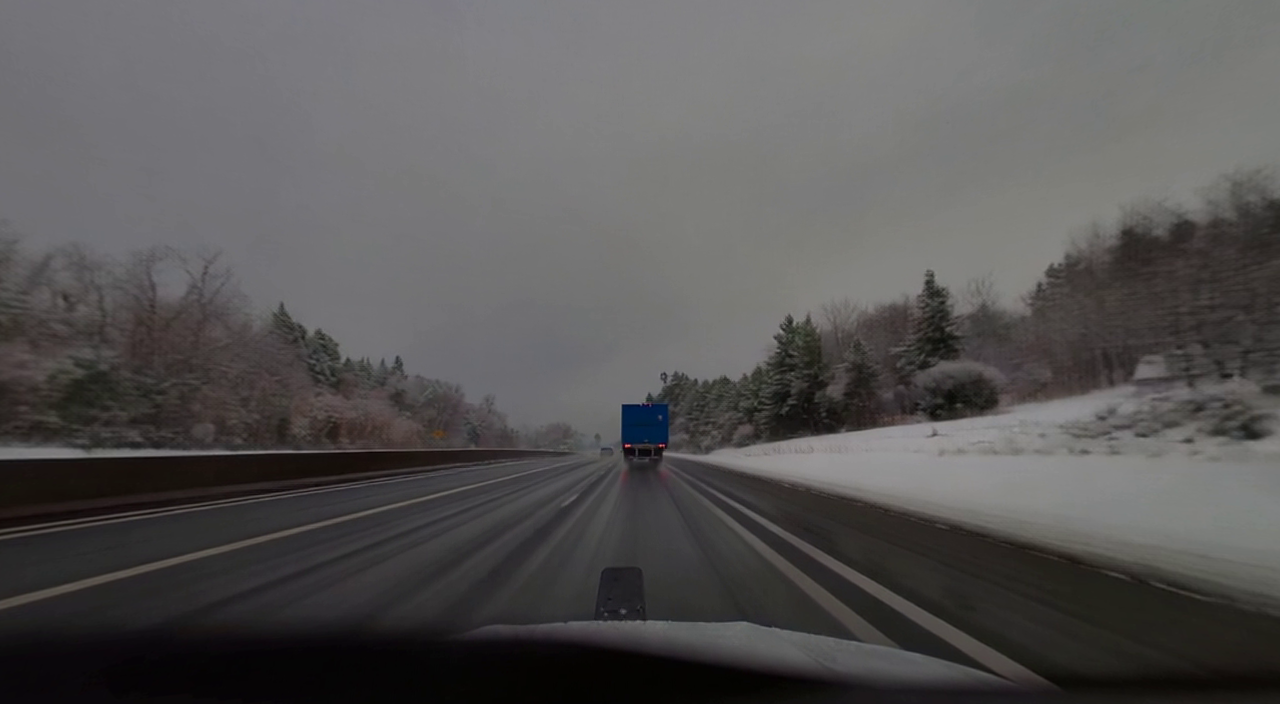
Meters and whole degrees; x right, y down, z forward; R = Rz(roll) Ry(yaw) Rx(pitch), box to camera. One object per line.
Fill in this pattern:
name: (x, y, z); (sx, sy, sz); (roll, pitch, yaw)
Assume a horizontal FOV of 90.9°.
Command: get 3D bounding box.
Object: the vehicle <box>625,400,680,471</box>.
vehicle: (0.580, 5.567, 41.138); (3.055, 4.009, 10.972); (0, -9, -1)
